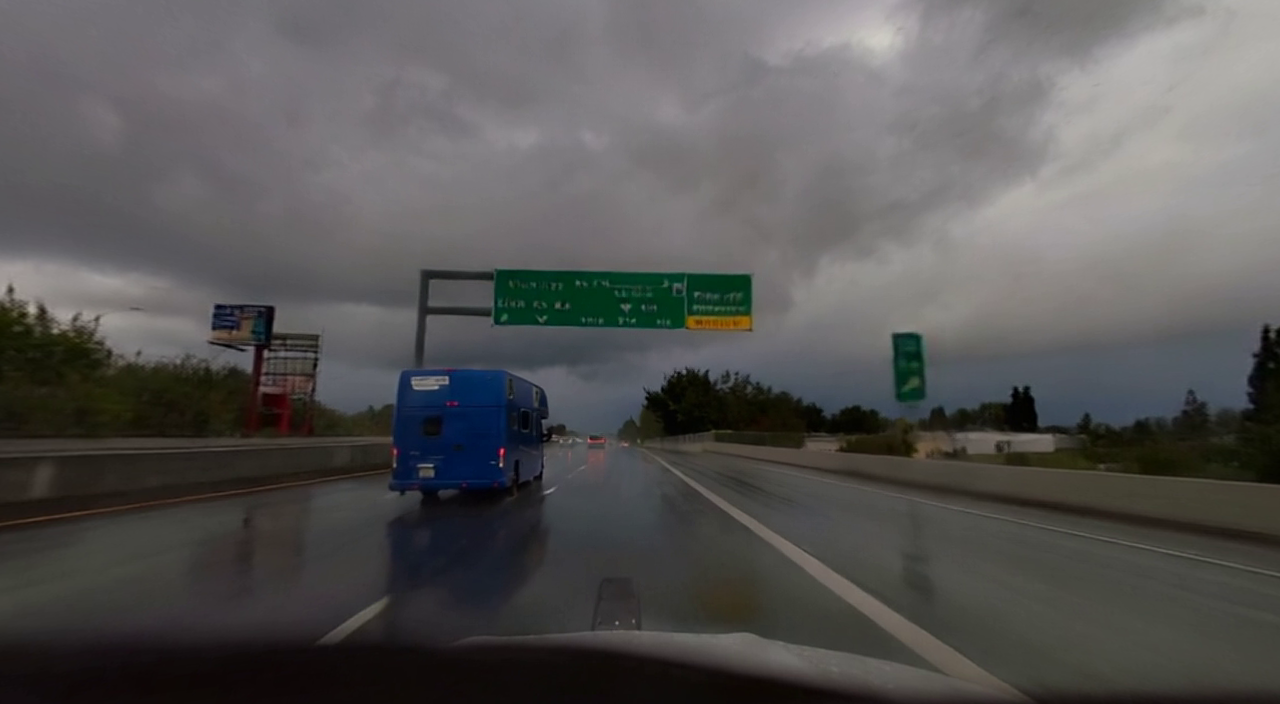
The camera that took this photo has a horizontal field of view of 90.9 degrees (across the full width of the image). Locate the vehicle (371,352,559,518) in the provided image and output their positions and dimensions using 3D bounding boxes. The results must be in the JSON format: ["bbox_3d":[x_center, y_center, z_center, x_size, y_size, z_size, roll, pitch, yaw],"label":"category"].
[{"bbox_3d":[-3.949,2.105,16.258,2.676,3.269,7.388,-1,-7,0],"label":"vehicle"}]
